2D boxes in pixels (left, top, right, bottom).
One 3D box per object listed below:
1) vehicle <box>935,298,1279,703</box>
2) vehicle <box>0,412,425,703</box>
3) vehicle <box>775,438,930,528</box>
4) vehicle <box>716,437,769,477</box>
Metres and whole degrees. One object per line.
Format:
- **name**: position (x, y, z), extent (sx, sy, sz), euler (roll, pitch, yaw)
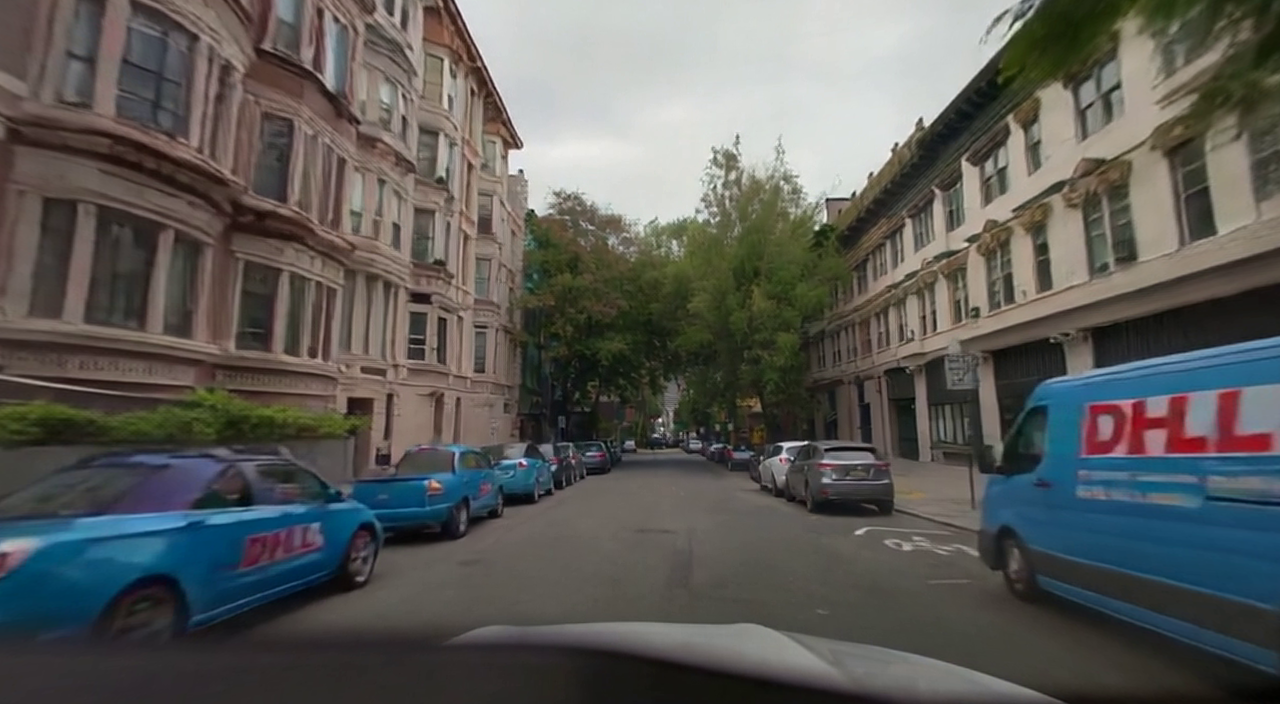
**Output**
- **vehicle**: position (3.985, 0.903, 3.704), extent (2.186, 2.024, 4.901), euler (0, -8, 1)
- **vehicle**: position (-3.229, 1.258, 4.575), extent (1.867, 1.519, 3.920), euler (2, -5, 1)
- **vehicle**: position (4.092, 2.534, 12.864), extent (1.896, 1.549, 3.845), euler (0, -8, 1)
- **vehicle**: position (4.909, 5.066, 30.717), extent (1.879, 1.802, 4.574), euler (0, -8, 1)
